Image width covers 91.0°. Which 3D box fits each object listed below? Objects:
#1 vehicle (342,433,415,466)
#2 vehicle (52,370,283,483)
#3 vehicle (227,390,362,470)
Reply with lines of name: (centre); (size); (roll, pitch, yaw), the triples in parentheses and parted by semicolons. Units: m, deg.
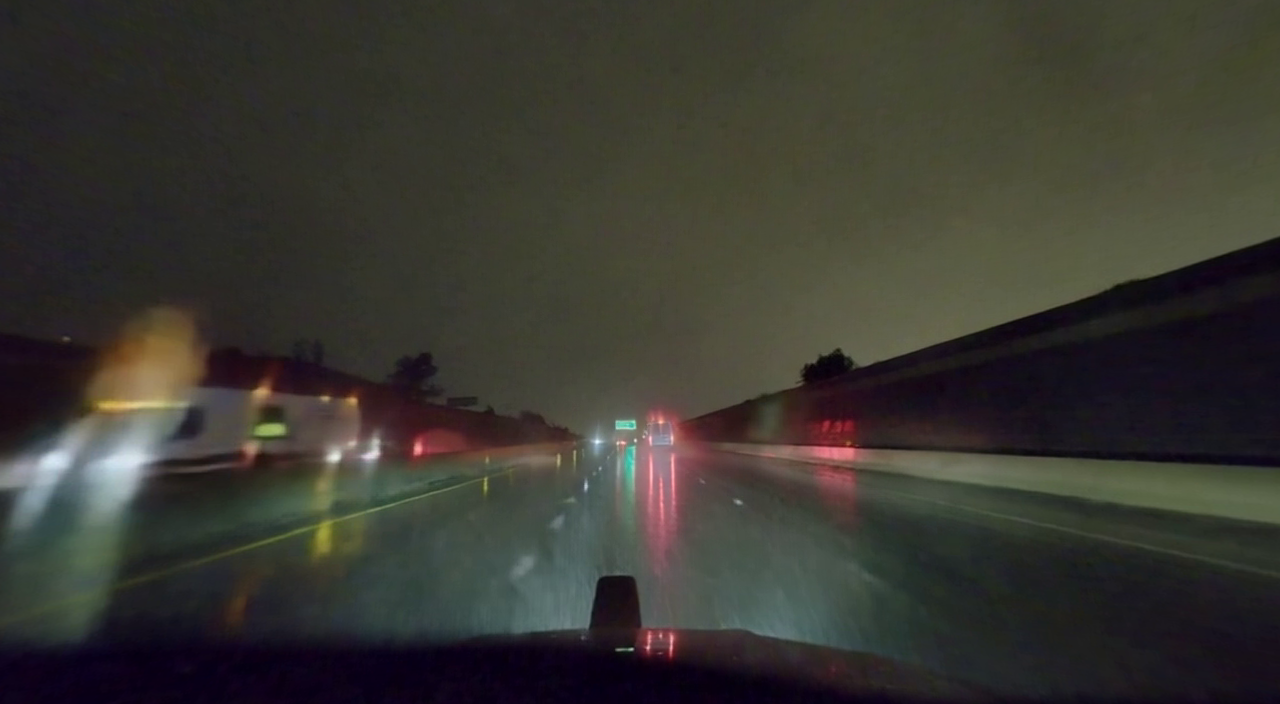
vehicle: (-13.894, 5.200, 33.724); (2.091, 1.638, 4.615); (0, -8, -2)
vehicle: (-19.624, 3.333, 27.310); (3.015, 4.022, 9.156); (-1, -8, -2)
vehicle: (-19.883, 4.666, 37.186); (2.854, 4.064, 9.261); (-1, -8, -1)
